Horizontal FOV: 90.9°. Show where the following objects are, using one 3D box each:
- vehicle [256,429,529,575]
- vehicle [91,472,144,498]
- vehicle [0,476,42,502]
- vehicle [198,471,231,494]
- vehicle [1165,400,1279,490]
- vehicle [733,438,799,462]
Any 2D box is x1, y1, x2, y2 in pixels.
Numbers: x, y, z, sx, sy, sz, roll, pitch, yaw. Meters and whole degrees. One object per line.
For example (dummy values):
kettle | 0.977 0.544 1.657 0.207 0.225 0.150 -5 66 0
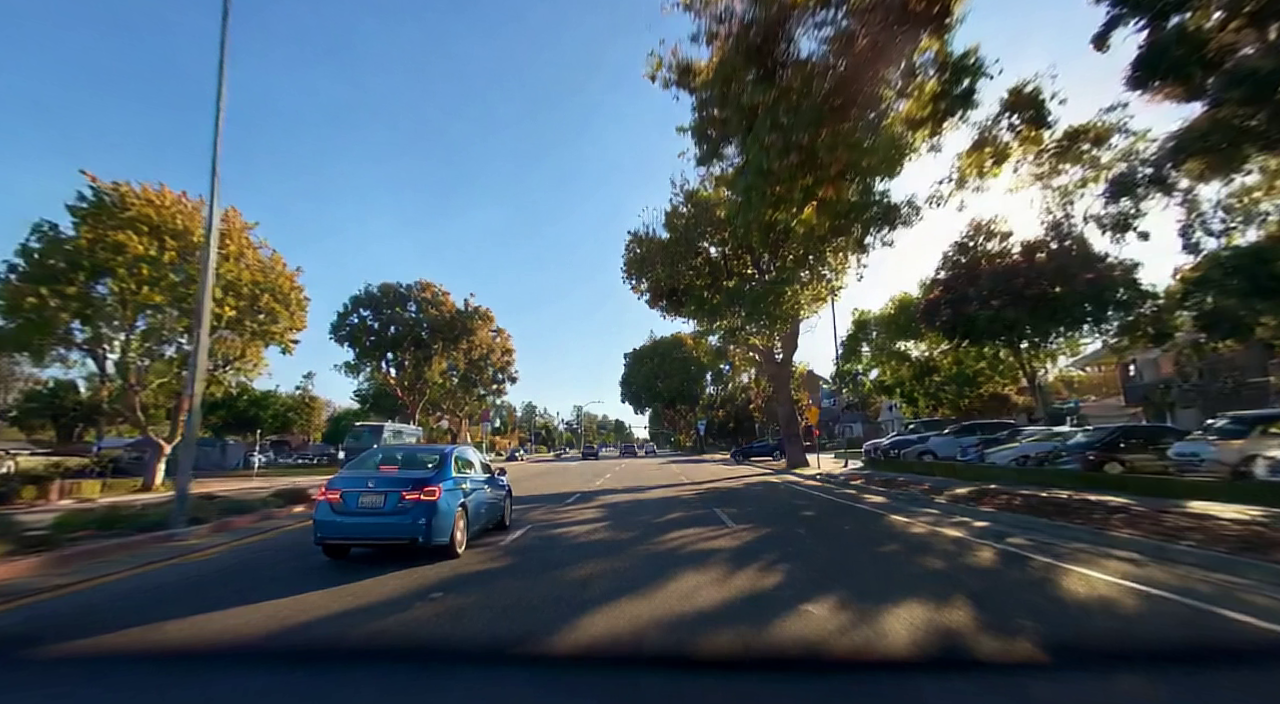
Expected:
vehicle | -2.950 1.884 8.764 1.924 1.480 4.421 0 -9 1
vehicle | -34.844 8.855 42.110 1.922 1.430 3.479 4 -9 -28
vehicle | -39.377 8.589 39.408 1.868 1.424 4.662 3 -12 -32
vehicle | -31.306 9.592 46.418 1.784 1.408 3.985 5 -10 -31
vehicle | 14.058 1.894 12.937 4.571 1.691 2.156 0 -8 -1
vehicle | 9.141 7.108 45.712 4.511 1.720 2.131 -2 -9 11
